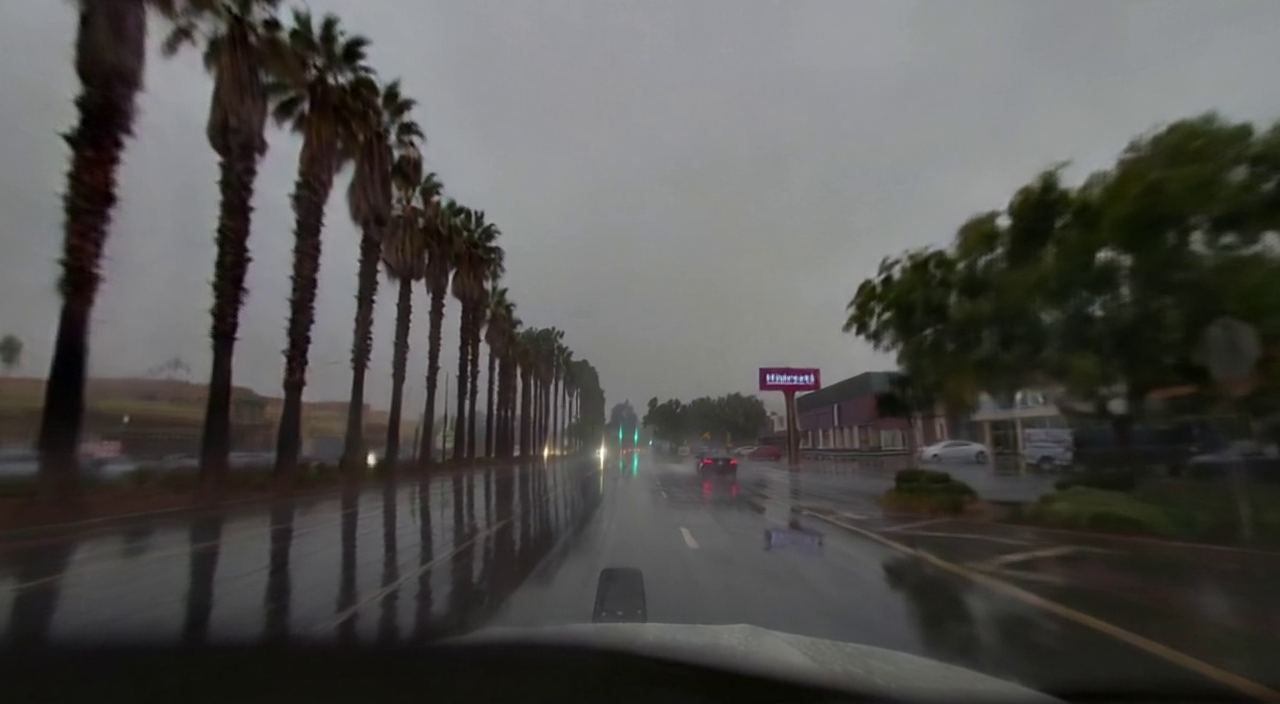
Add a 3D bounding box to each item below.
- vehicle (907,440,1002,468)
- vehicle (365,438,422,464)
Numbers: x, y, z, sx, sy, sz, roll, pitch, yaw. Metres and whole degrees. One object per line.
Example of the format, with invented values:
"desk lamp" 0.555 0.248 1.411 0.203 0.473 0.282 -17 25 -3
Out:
"vehicle" 19.064 6.196 38.447 4.552 1.649 2.187 0 -9 -4
"vehicle" -16.850 6.825 43.467 2.013 1.658 4.697 0 -9 -1
